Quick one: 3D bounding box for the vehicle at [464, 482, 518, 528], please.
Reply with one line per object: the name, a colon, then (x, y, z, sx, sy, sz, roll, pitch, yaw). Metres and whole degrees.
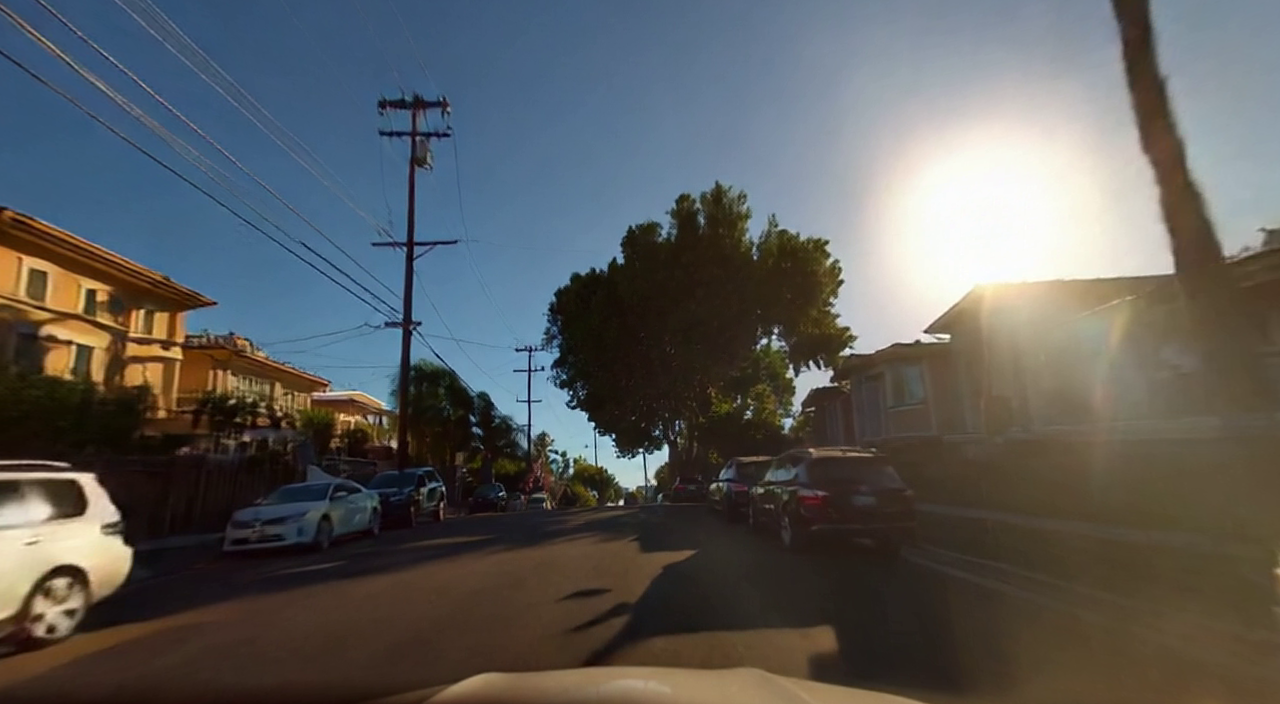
vehicle: (-7.557, 7.780, 32.372, 1.933, 1.824, 5.142, 0, -8, -5)

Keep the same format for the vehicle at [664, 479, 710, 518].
vehicle: (2.104, 6.739, 29.257, 1.756, 1.455, 3.965, 0, -8, -1)

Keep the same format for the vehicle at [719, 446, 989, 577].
vehicle: (2.844, 2.222, 9.805, 2.212, 1.476, 4.678, 1, -8, -5)

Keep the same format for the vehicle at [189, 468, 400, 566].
vehicle: (-6.706, 3.213, 12.911, 1.960, 1.437, 4.454, 0, -8, -3)

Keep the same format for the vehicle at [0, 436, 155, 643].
vehicle: (-6.208, 1.479, 4.671, 1.887, 1.706, 4.411, 0, -8, -4)
